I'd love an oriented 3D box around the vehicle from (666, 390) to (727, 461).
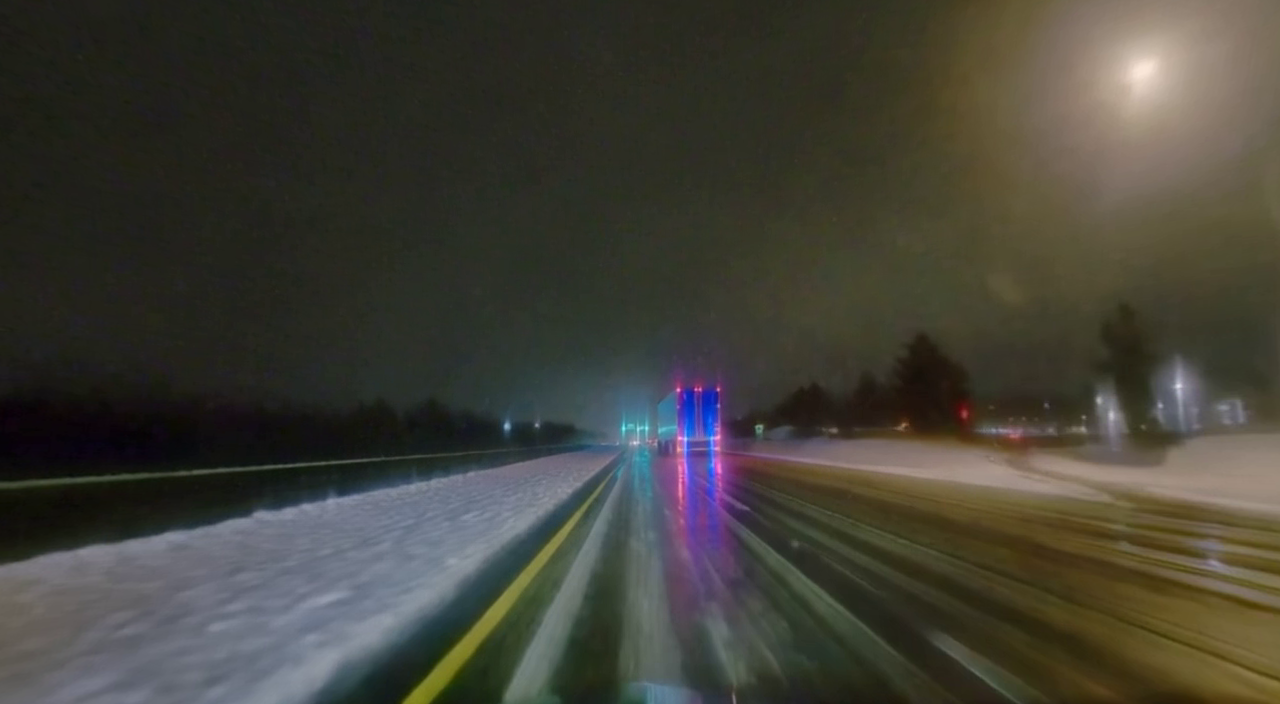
[{"bbox_3d":[3.990,5.801,48.227,3.615,4.578,13.539,0,-8,1],"label":"vehicle"}]
